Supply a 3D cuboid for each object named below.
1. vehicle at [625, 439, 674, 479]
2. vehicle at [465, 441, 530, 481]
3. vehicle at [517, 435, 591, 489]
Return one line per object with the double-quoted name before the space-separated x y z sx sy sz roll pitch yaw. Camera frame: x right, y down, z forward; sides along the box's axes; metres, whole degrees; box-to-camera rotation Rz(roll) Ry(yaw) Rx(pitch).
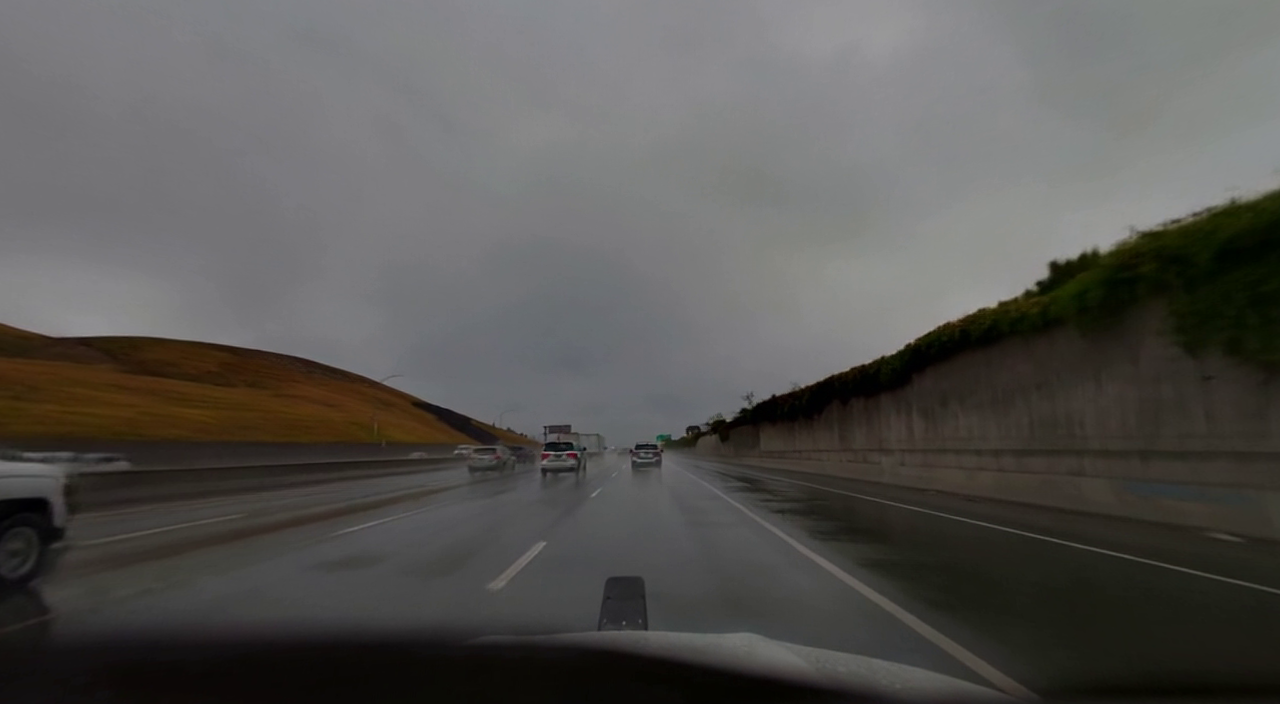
"vehicle" 0.416 5.241 31.076 2.233 1.804 4.273 0 -9 0
"vehicle" -6.697 5.178 30.130 2.059 1.745 4.239 0 -9 1
"vehicle" -3.125 4.126 23.965 2.093 1.820 4.506 0 -9 1
